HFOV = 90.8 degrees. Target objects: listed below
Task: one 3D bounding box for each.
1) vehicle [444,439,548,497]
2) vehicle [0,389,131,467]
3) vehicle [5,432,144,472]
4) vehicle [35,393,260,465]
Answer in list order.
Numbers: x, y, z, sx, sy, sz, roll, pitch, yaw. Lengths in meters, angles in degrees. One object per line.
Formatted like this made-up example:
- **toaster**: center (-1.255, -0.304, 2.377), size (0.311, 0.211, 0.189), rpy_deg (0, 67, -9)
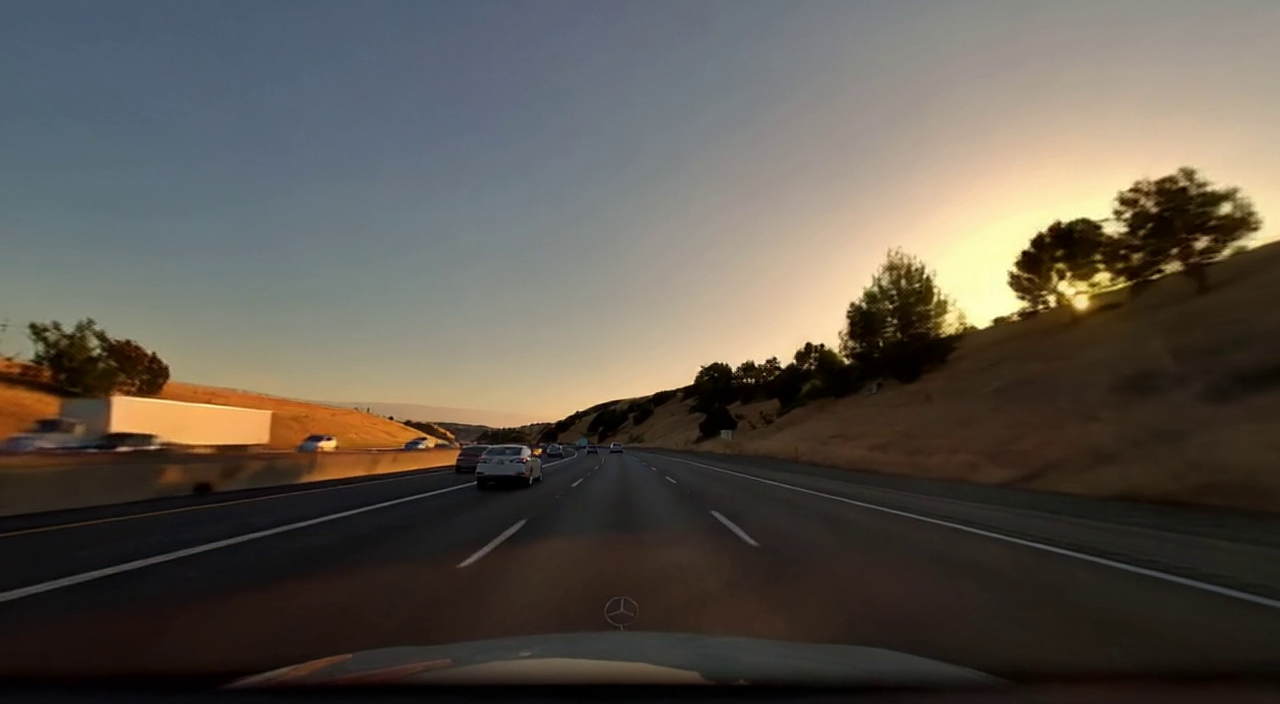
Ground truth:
- **vehicle**: center (-4.147, 3.436, 19.067), size (2.073, 1.516, 4.478), rpy_deg (0, -9, 0)
- **vehicle**: center (-33.181, 4.391, 35.732), size (2.988, 3.971, 6.742), rpy_deg (0, -9, -2)
- **vehicle**: center (-25.128, 4.474, 28.350), size (1.962, 1.659, 4.592), rpy_deg (0, -9, -1)
- **vehicle**: center (-33.551, 5.723, 44.966), size (2.900, 4.172, 16.828), rpy_deg (0, -9, -1)
